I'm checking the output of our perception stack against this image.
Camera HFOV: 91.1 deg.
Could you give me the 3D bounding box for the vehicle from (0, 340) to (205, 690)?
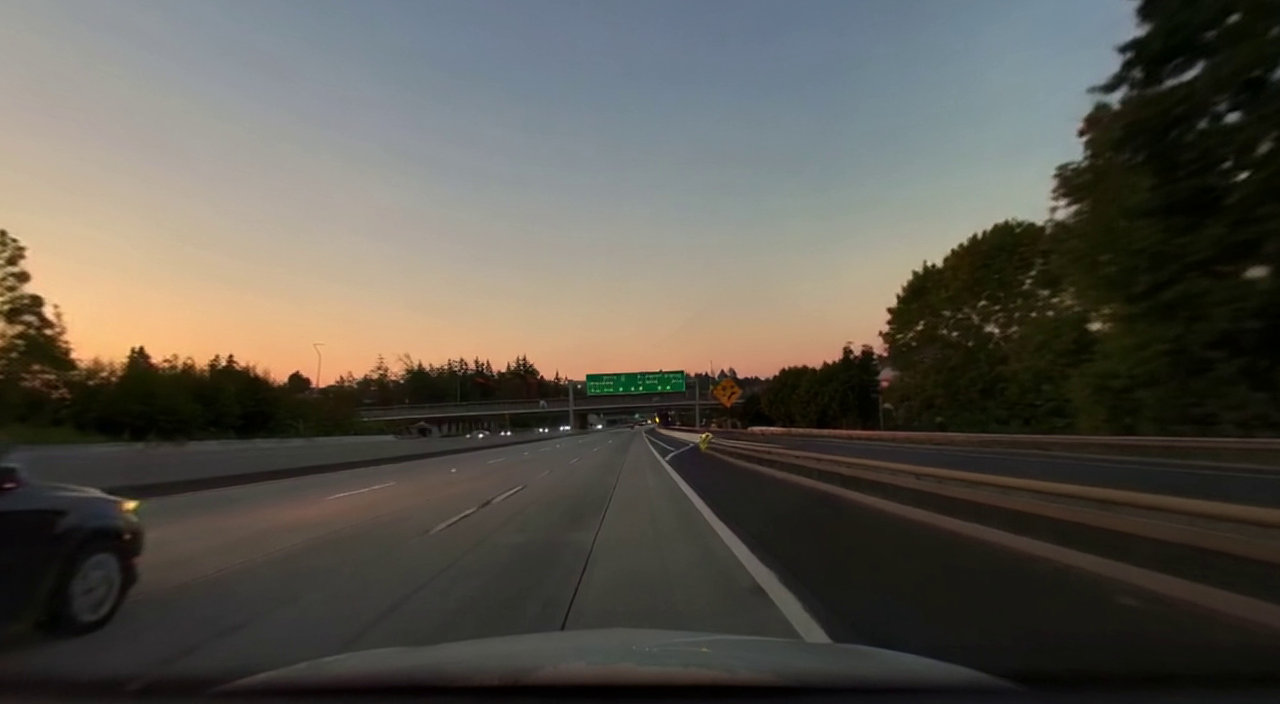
[{"bbox_3d":[-4.255,0.685,2.153,2.153,1.730,4.772,0,-8,-1],"label":"vehicle"}]
